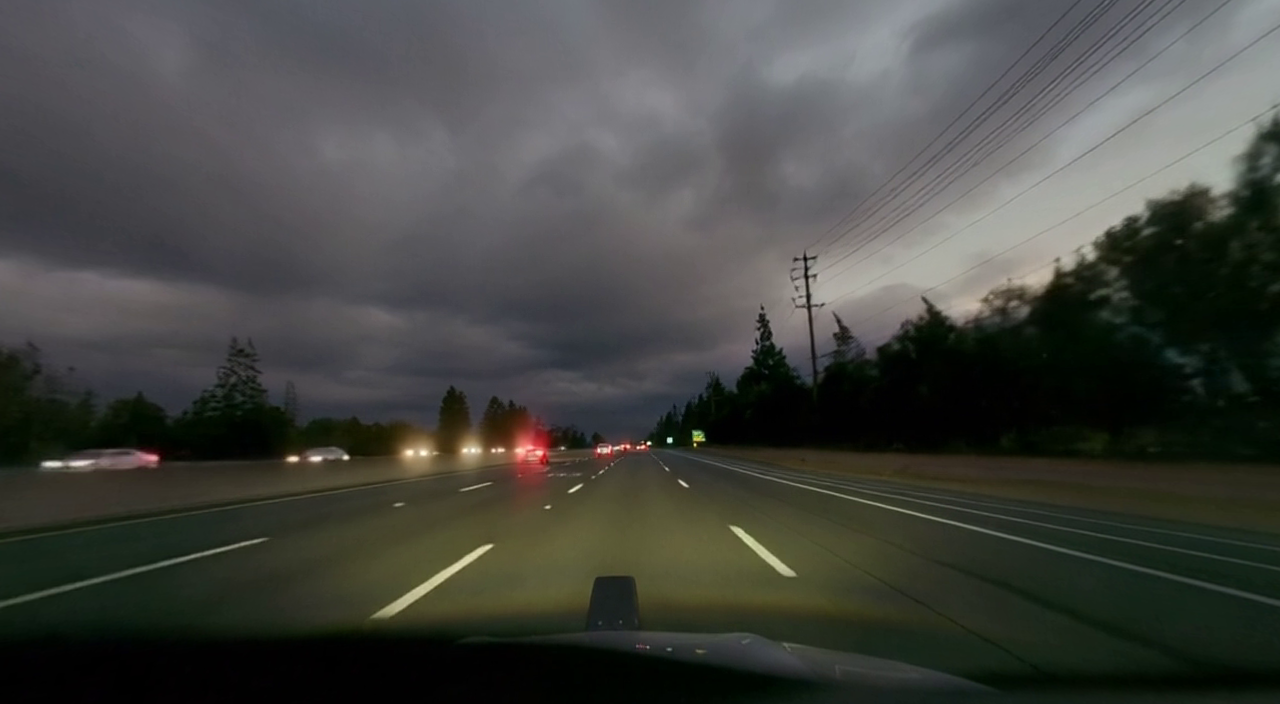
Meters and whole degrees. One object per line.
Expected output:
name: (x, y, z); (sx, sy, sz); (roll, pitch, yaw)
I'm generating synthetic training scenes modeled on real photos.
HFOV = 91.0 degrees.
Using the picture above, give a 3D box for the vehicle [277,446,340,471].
vehicle: (-22.252, 7.140, 42.423); (1.864, 1.549, 4.366); (0, -9, -1)

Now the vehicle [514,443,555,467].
vehicle: (-7.206, 7.095, 43.479); (2.034, 1.563, 4.476); (0, -9, 1)

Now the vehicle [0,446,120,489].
vehicle: (-25.944, 5.008, 27.620); (2.017, 1.682, 4.902); (0, -9, 0)
